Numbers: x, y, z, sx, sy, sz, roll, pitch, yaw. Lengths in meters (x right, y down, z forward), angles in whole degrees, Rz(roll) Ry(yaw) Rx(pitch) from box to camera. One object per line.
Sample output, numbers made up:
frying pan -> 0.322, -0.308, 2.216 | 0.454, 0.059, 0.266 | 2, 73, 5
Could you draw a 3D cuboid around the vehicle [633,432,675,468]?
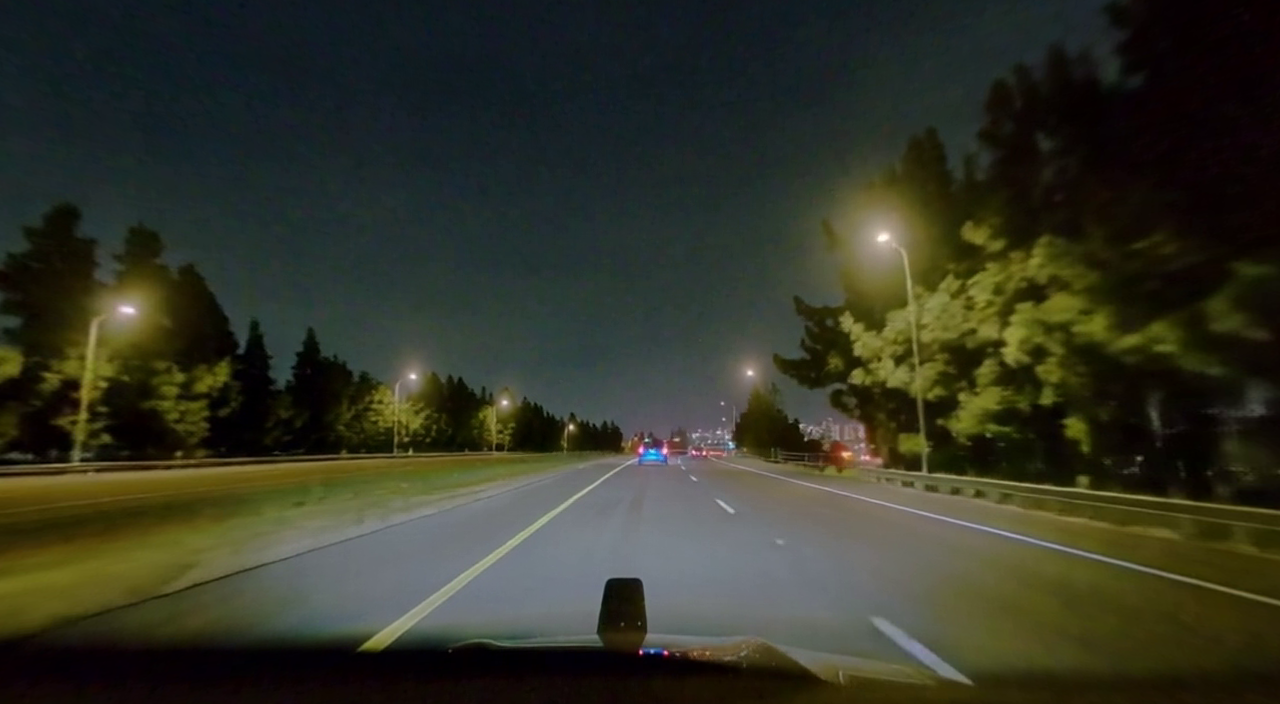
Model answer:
vehicle -> 0.954, 6.220, 40.108 | 2.546, 2.126, 5.153 | 0, -8, 3
